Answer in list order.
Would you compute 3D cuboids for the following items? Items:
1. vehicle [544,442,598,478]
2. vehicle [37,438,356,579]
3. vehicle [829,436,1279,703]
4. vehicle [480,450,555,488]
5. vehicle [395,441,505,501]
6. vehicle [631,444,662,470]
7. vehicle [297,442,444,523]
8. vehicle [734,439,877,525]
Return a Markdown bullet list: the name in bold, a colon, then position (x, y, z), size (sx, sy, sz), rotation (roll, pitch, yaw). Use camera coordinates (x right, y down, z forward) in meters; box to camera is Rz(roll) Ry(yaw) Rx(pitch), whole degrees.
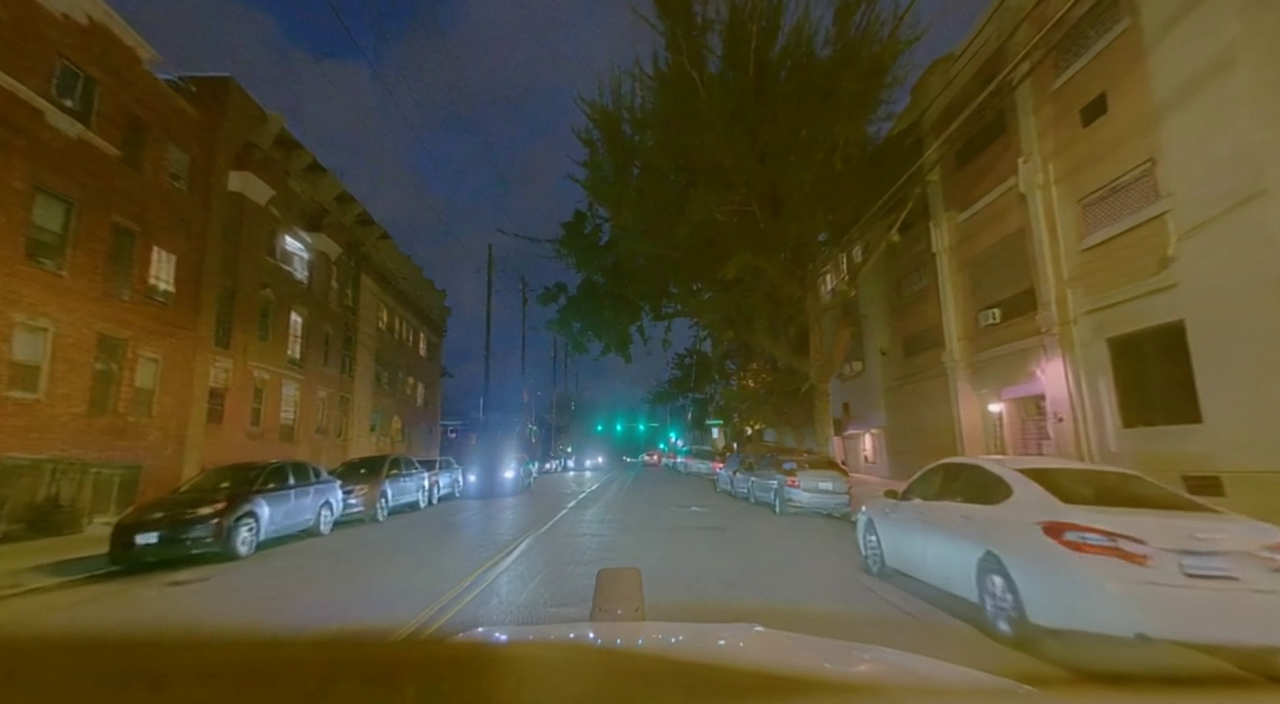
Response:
- **vehicle**: position (-3.723, 5.939, 34.982), size (2.236, 1.834, 4.743), rotation (-1, -9, 3)
- **vehicle**: position (-6.774, 2.370, 10.598), size (1.930, 1.756, 4.955), rotation (0, -9, -3)
- **vehicle**: position (3.305, 1.507, 5.458), size (1.885, 1.464, 4.466), rotation (0, -9, -1)
- **vehicle**: position (-5.557, 5.152, 28.236), size (1.994, 1.510, 4.802), rotation (4, -10, -27)
- **vehicle**: position (-6.703, 4.244, 23.177), size (2.263, 1.882, 5.706), rotation (0, -9, 0)
- **vehicle**: position (0.407, 7.477, 44.991), size (2.059, 1.736, 3.994), rotation (0, -9, -1)
- **vehicle**: position (-6.706, 3.249, 16.343), size (1.925, 1.759, 4.396), rotation (0, -9, -1)
- **vehicle**: position (3.370, 2.732, 13.838), size (1.895, 1.553, 4.235), rotation (0, -9, -1)
